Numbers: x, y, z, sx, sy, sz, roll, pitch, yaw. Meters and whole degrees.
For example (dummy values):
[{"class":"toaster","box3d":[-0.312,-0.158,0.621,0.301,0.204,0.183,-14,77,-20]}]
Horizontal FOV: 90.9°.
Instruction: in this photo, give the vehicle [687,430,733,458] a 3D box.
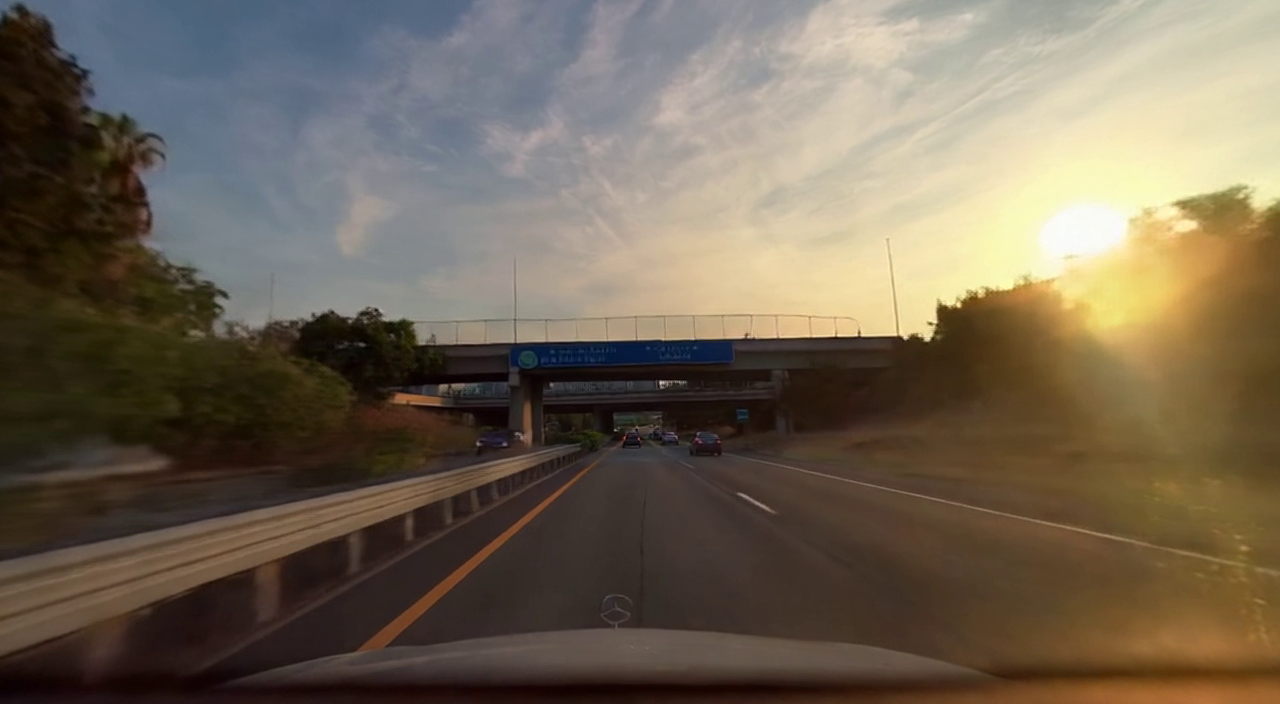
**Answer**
[{"class":"vehicle","box3d":[3.977,5.301,36.506,2.010,1.526,4.438,0,-8,-2]}]

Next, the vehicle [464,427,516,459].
[{"class":"vehicle","box3d":[-9.198,5.612,39.041,1.986,1.784,5.223,0,-8,0]}]
